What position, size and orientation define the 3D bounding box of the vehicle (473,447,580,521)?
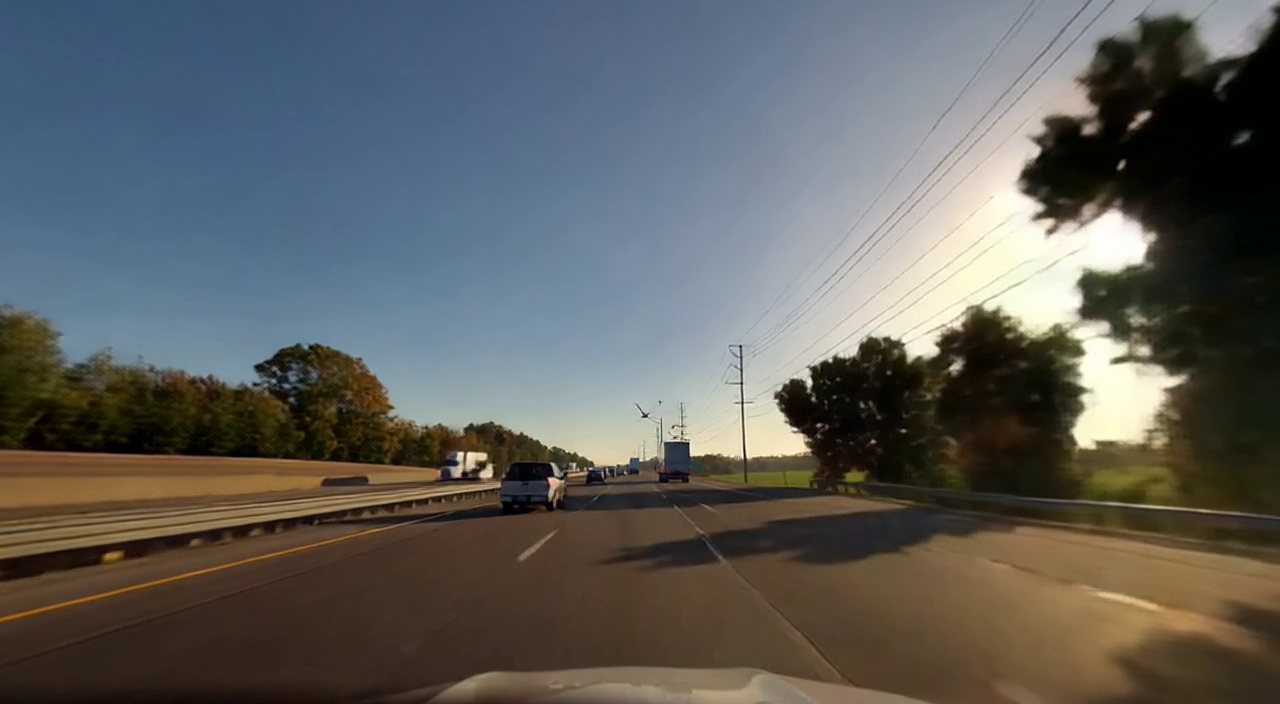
[{"bbox_3d":[-2.915,3.569,17.337,2.065,1.722,4.441,1,-10,0],"label":"vehicle"}]
